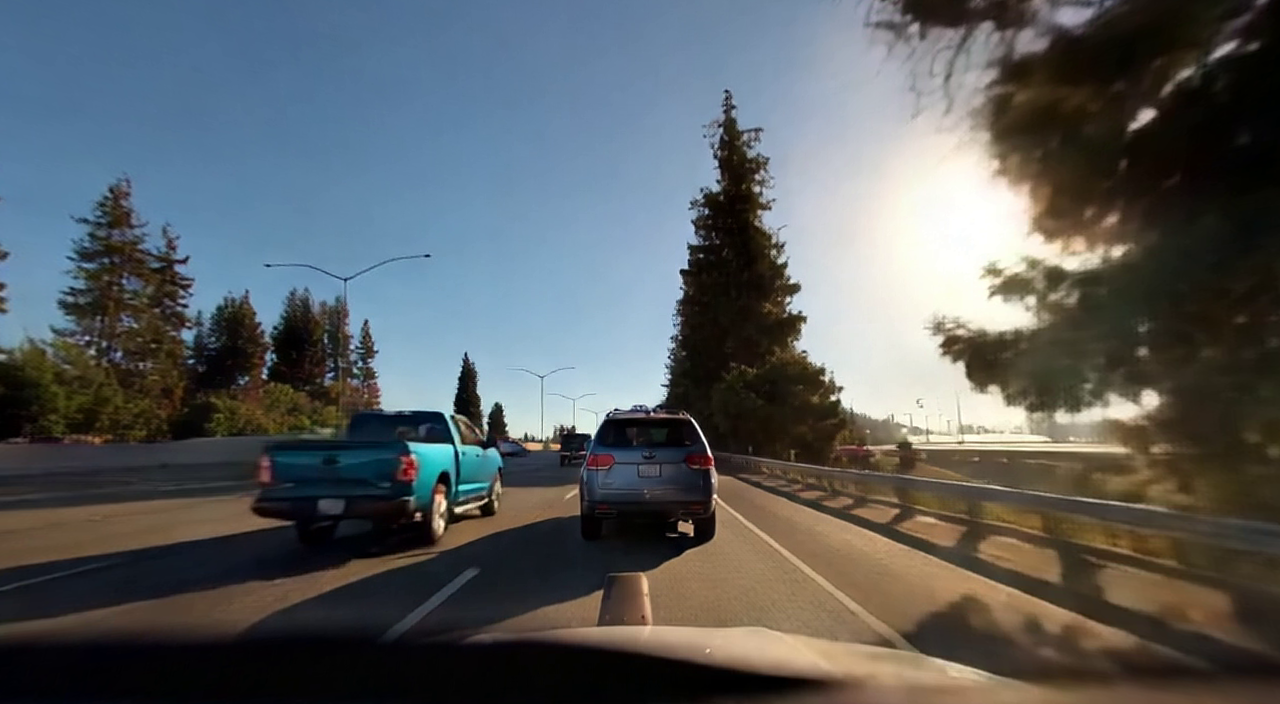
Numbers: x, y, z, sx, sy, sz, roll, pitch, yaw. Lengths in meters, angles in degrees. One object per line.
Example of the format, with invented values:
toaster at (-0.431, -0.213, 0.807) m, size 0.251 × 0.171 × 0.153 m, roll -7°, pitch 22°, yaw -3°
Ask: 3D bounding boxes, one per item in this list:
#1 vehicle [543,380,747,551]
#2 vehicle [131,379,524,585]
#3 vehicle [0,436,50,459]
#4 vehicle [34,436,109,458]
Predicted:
vehicle at (0.053, 1.698, 9.908) m, size 2.395 × 2.013 × 4.734 m, roll 0°, pitch -9°, yaw 0°
vehicle at (-3.341, 1.607, 8.706) m, size 2.235 × 1.826 × 6.106 m, roll 0°, pitch -9°, yaw 1°
vehicle at (-40.846, 6.204, 40.992) m, size 1.512 × 1.377 × 3.423 m, roll 0°, pitch -8°, yaw 2°
vehicle at (-36.905, 6.171, 41.043) m, size 1.643 × 1.386 × 3.351 m, roll 0°, pitch -9°, yaw 2°
